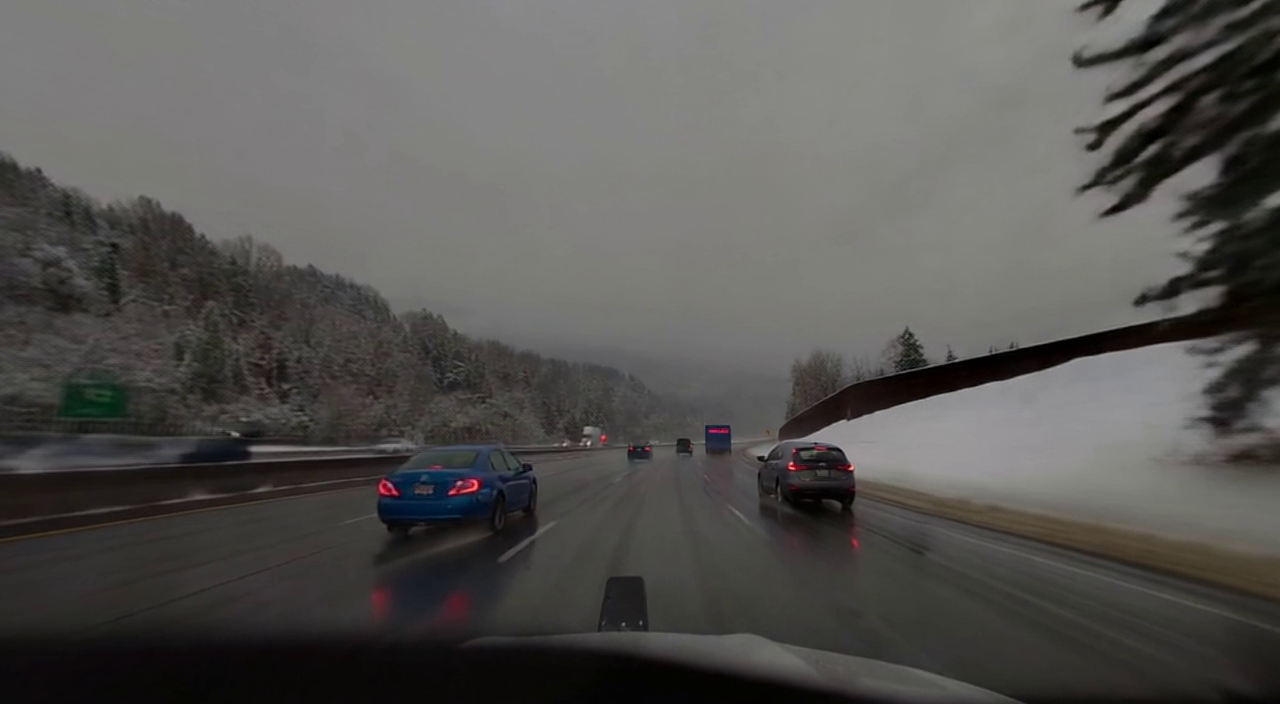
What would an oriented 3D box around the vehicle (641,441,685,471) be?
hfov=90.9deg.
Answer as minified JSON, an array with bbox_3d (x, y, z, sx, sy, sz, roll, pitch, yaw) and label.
[{"bbox_3d":[1.280,5.494,33.512,2.202,1.467,3.929,-1,-8,4],"label":"vehicle"}]

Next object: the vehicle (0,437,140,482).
[{"bbox_3d":[-20.726,3.819,22.675,1.852,1.460,4.391,-1,-8,1],"label":"vehicle"}]

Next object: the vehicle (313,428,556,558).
[{"bbox_3d":[-2.739,2.011,9.834,2.031,1.491,4.792,-1,-8,2],"label":"vehicle"}]

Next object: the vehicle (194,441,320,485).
[{"bbox_3d":[-13.923,4.037,23.307,1.914,1.441,4.357,0,-8,0],"label":"vehicle"}]

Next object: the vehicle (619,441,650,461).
[{"bbox_3d":[-0.370,7.619,48.651,2.010,1.482,4.230,0,-8,5],"label":"vehicle"}]

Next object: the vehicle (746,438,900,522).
[{"bbox_3d":[3.597,2.593,13.347,2.013,1.464,4.317,0,-8,1],"label":"vehicle"}]
